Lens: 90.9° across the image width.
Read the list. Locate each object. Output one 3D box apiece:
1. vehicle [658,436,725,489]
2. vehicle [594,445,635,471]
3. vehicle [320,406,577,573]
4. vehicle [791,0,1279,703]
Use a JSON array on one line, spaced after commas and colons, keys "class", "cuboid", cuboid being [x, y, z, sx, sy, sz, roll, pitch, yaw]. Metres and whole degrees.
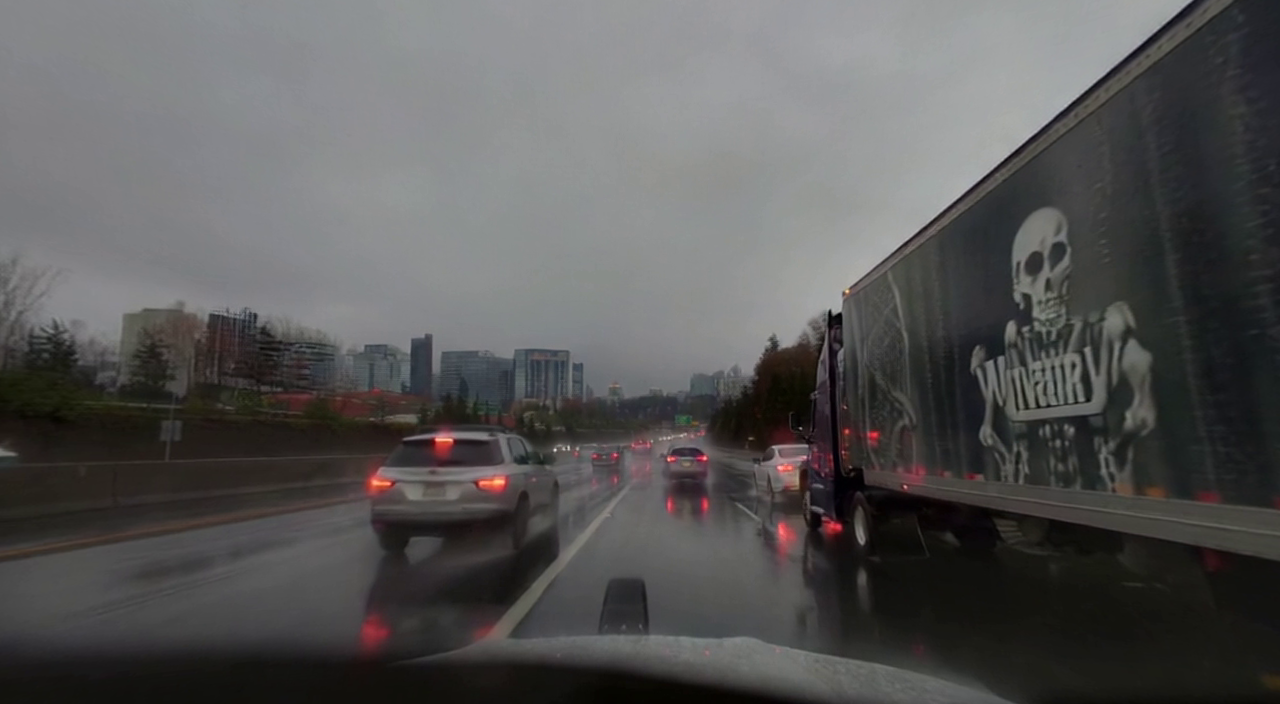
[{"class": "vehicle", "cuboid": [1.776, 3.984, 23.123, 2.156, 1.701, 4.494, -1, -8, 2]}, {"class": "vehicle", "cuboid": [-1.458, 6.254, 37.563, 2.036, 1.441, 4.253, -1, -8, 2]}, {"class": "vehicle", "cuboid": [-2.341, 1.860, 9.314, 2.153, 1.805, 4.631, -1, -9, 3]}, {"class": "vehicle", "cuboid": [3.684, 0.519, 4.859, 2.987, 3.212, 9.311, -1, -8, 2]}]
